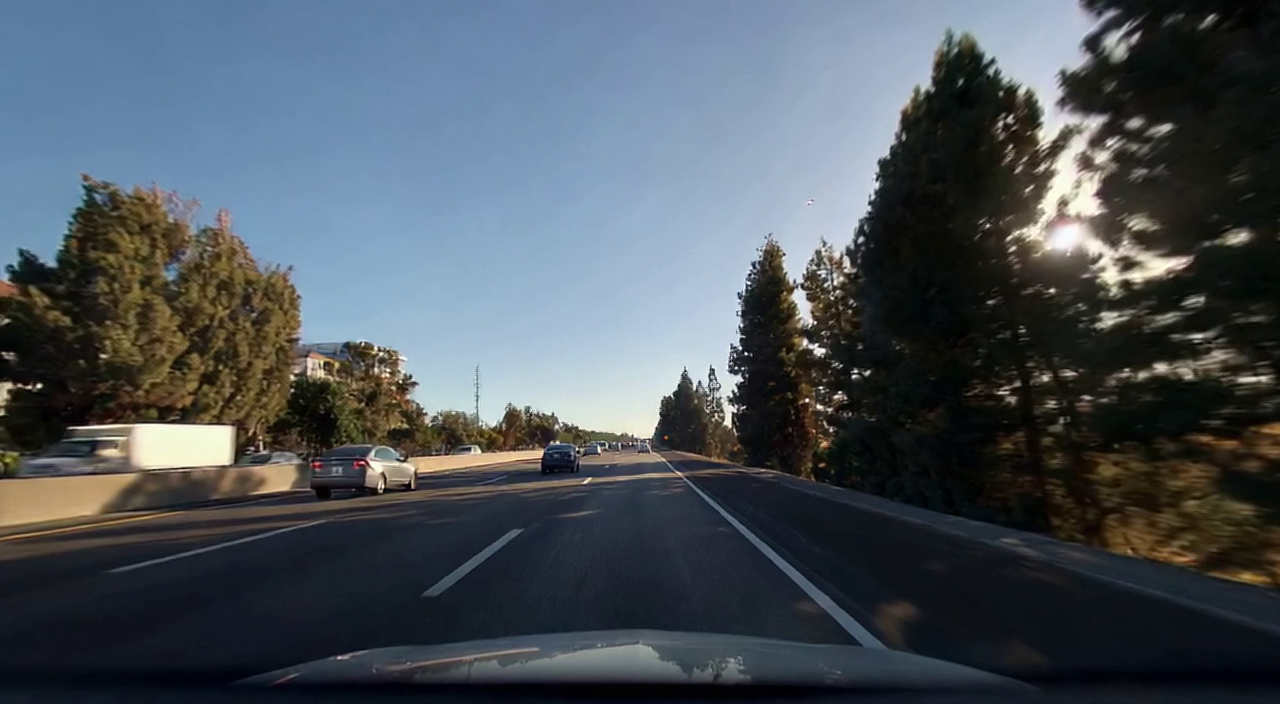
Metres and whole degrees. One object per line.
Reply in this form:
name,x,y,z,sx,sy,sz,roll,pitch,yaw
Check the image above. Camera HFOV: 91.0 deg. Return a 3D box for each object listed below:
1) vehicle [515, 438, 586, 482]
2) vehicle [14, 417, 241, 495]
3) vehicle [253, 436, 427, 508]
vehicle,-3.506,4.349,25.594,2.083,1.588,4.801,0,-9,1
vehicle,-19.560,4.041,24.827,2.857,2.607,7.051,0,-9,1
vehicle,-7.181,2.911,15.779,2.034,1.523,4.627,0,-9,1
